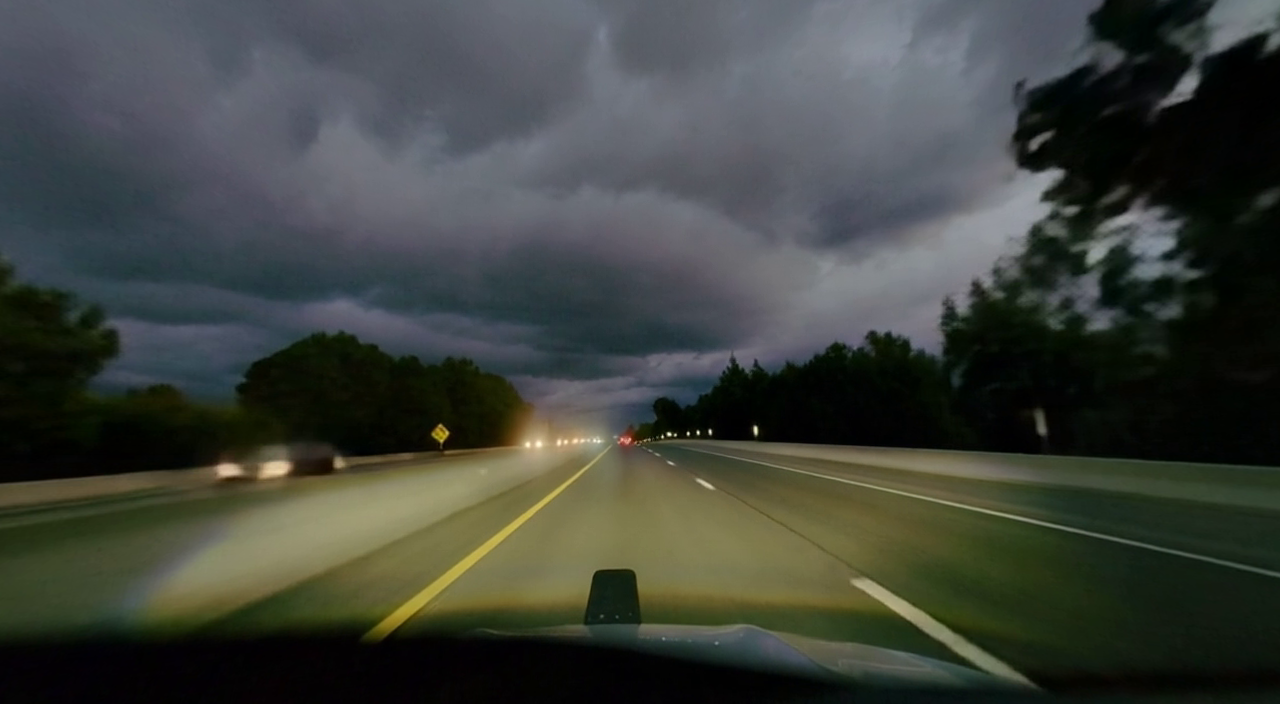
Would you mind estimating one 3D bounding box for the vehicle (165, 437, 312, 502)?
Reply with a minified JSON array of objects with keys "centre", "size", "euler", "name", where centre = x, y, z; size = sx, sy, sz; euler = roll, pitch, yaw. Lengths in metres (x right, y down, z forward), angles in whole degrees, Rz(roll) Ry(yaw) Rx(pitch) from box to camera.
[{"centre":[-13.971,4.040,22.283],"size":[2.240,2.042,4.522],"euler":[0,-8,-1],"name":"vehicle"}]
